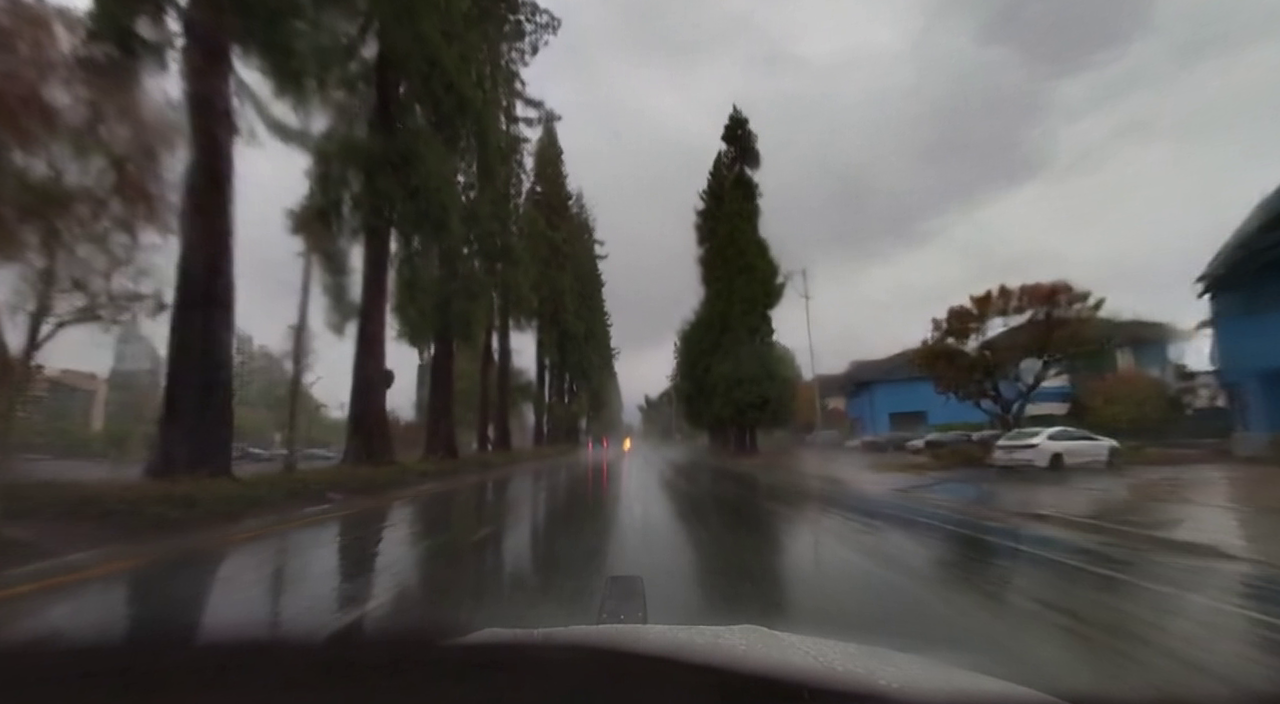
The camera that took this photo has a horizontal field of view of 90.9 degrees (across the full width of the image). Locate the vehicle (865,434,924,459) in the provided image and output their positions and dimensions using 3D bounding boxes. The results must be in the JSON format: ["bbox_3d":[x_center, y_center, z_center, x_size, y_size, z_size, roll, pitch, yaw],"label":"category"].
[{"bbox_3d":[16.394,6.161,40.882,1.968,1.511,4.497,0,-9,0],"label":"vehicle"}]

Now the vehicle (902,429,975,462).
[{"bbox_3d":[16.342,5.144,34.769,2.046,1.714,4.199,0,-8,1],"label":"vehicle"}]

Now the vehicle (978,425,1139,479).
[{"bbox_3d":[12.604,2.997,18.945,4.630,1.461,1.817,4,-9,-26],"label":"vehicle"}]
